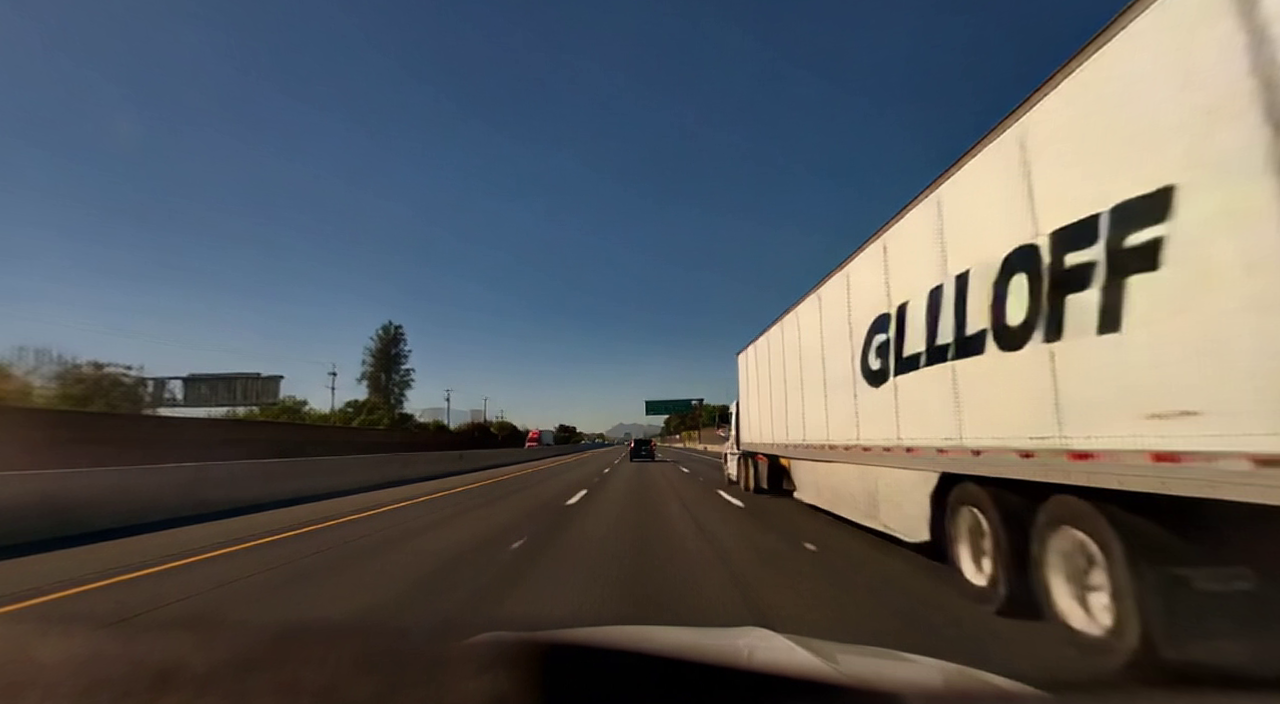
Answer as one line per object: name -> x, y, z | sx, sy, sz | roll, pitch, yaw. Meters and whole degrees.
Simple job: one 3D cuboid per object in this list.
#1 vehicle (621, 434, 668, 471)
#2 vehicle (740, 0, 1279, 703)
vehicle -> 0.210, 4.747, 30.000 | 2.111, 1.635, 4.177 | 0, -8, 0
vehicle -> 4.364, 0.584, 9.797 | 2.936, 4.125, 15.204 | 0, -8, -1
